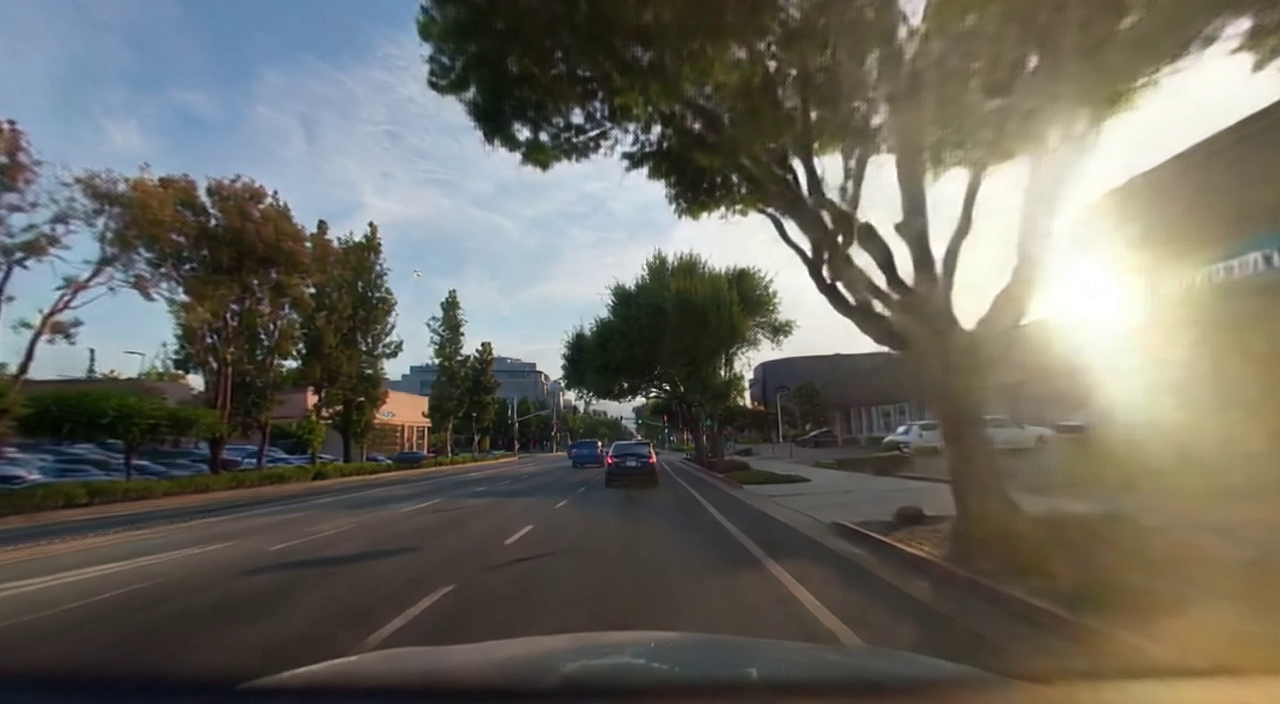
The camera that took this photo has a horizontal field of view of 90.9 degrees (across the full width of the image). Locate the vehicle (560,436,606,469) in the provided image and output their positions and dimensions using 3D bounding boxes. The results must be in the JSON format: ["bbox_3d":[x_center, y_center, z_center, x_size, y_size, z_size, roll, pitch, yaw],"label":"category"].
[{"bbox_3d":[-3.303,5.975,37.727,2.064,1.859,5.154,0,-8,2],"label":"vehicle"}]

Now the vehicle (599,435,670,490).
[{"bbox_3d":[-0.149,3.613,21.026,2.108,1.612,4.246,0,-8,0],"label":"vehicle"}]

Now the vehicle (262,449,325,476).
[{"bbox_3d":[-24.489,7.804,44.747,1.791,1.724,4.432,0,-8,2],"label":"vehicle"}]

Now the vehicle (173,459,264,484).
[{"bbox_3d":[-26.339,7.450,39.442,4.553,1.479,1.768,-1,-9,7],"label":"vehicle"}]
